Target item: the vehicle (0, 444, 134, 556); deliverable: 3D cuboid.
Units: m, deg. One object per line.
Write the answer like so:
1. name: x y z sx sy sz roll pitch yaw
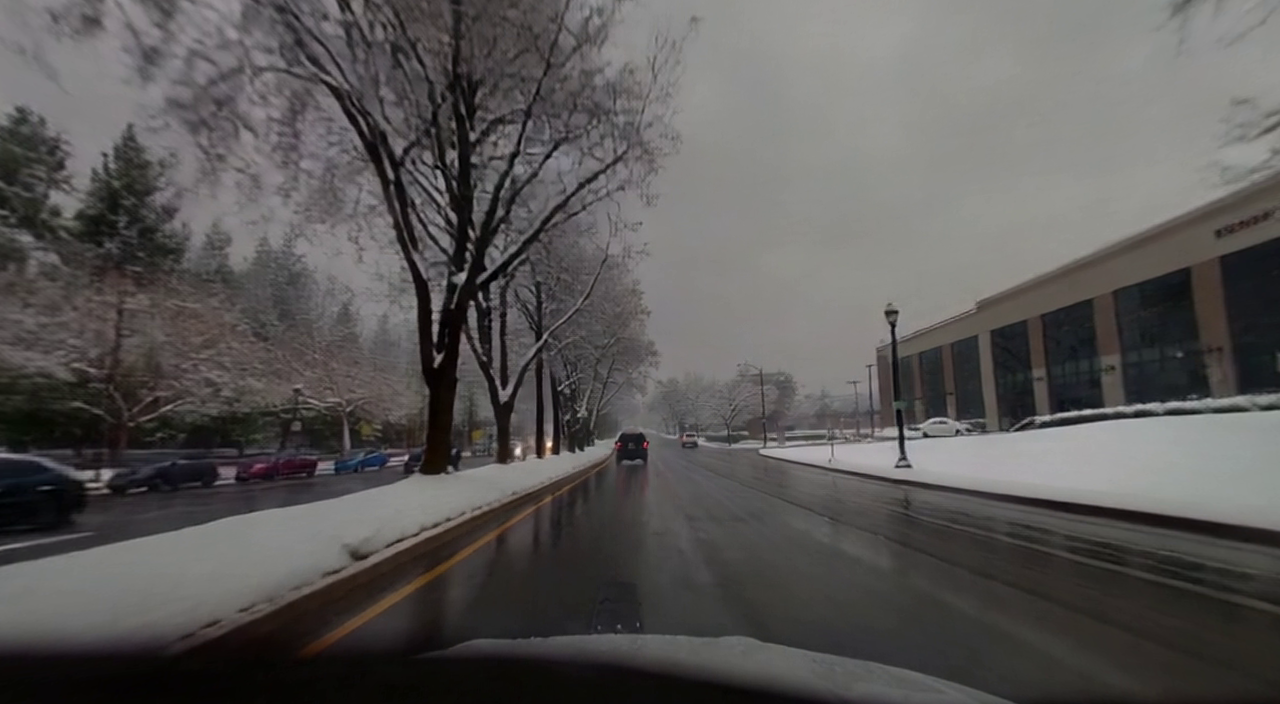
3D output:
1. vehicle: -9.281 1.937 8.323 1.950 1.438 4.343 1 -8 -6

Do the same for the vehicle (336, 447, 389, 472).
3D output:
1. vehicle: -17.956 6.934 41.055 1.773 1.510 3.608 0 -8 -1

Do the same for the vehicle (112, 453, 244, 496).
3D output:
1. vehicle: -18.102 4.789 25.082 1.825 1.453 4.481 0 -8 0

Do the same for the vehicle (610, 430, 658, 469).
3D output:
1. vehicle: -0.356 5.302 34.530 2.411 1.937 5.186 0 -8 -1

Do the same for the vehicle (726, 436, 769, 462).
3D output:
1. vehicle: 7.798 7.110 46.493 2.364 1.781 4.854 0 -8 1

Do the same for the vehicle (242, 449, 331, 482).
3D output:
1. vehicle: -18.090 5.804 32.626 1.876 1.494 4.662 0 -8 0

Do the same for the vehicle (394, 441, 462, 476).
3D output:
1. vehicle: -11.063 5.551 33.325 1.994 1.678 4.605 0 -8 -1
